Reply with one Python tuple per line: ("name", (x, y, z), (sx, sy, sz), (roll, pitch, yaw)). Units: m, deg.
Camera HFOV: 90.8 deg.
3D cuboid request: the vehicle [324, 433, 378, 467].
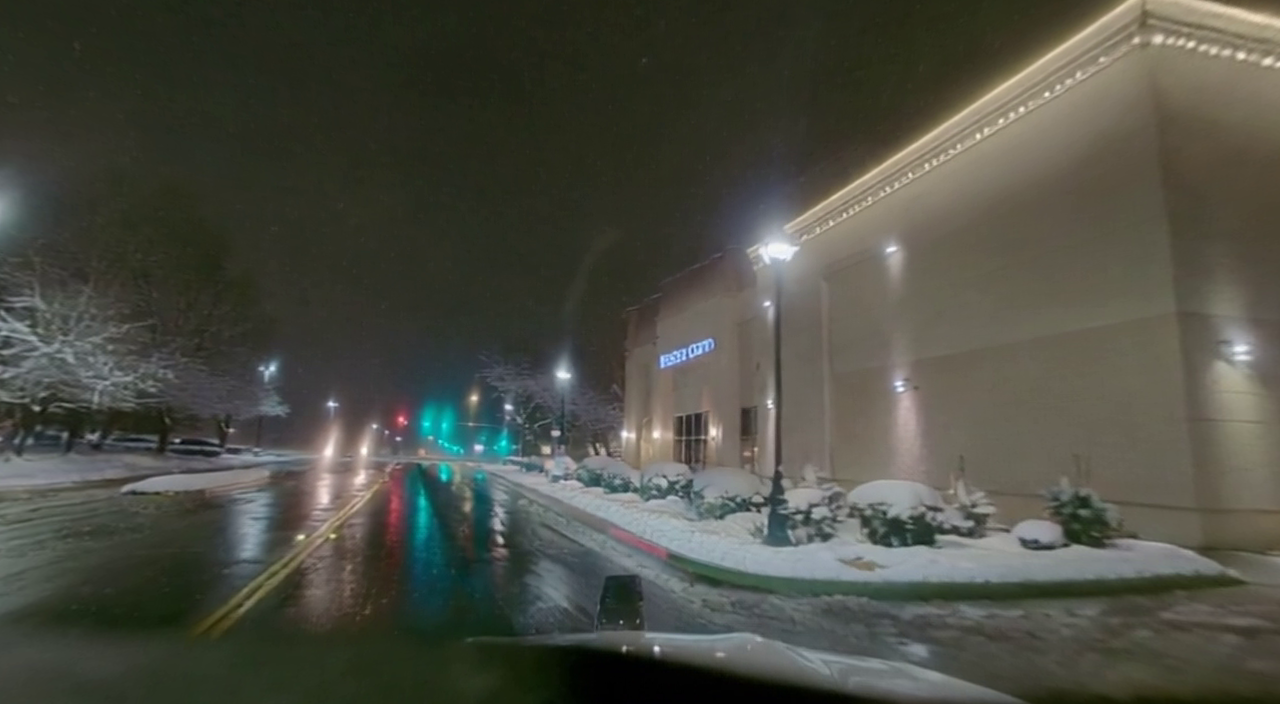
("vehicle", (-16.369, 5.559, 36.010), (2.180, 1.806, 4.541), (3, -8, -18))
